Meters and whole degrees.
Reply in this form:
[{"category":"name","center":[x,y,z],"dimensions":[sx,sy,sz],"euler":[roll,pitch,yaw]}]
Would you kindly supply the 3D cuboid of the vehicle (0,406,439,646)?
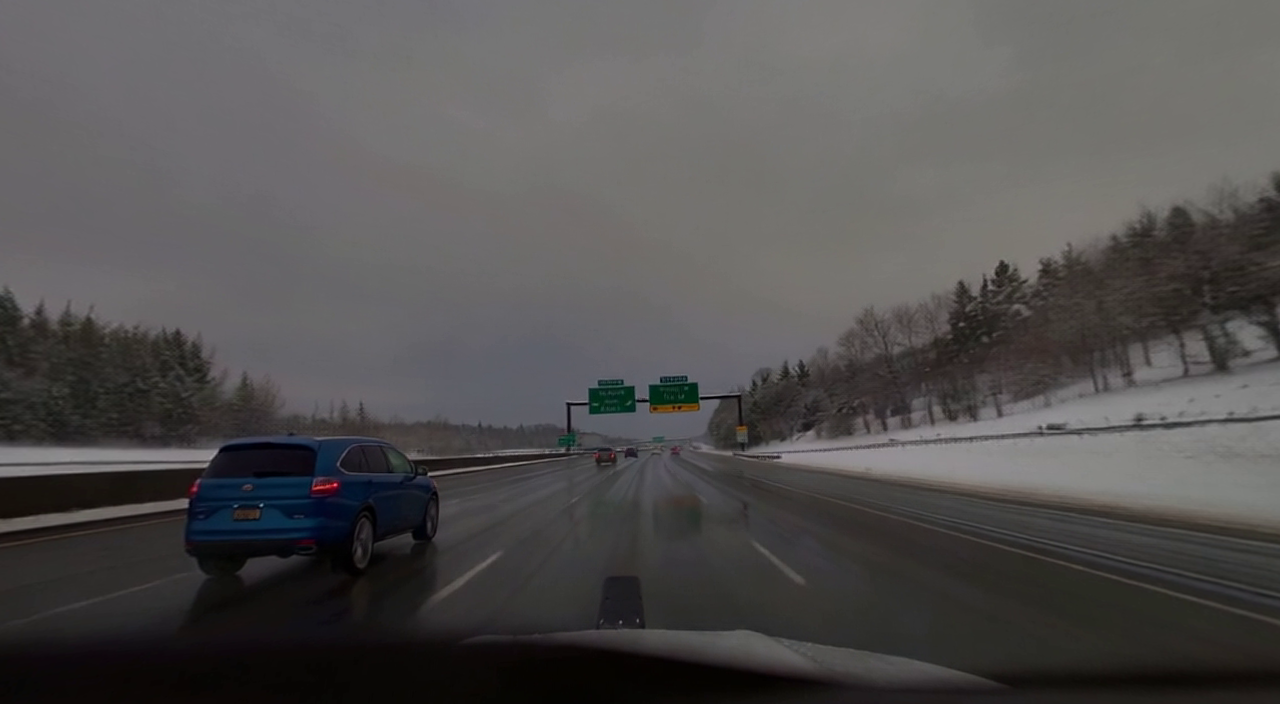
[{"category":"vehicle","center":[-3.780,1.501,6.455],"dimensions":[2.016,1.623,4.126],"euler":[0,-9,1]}]
